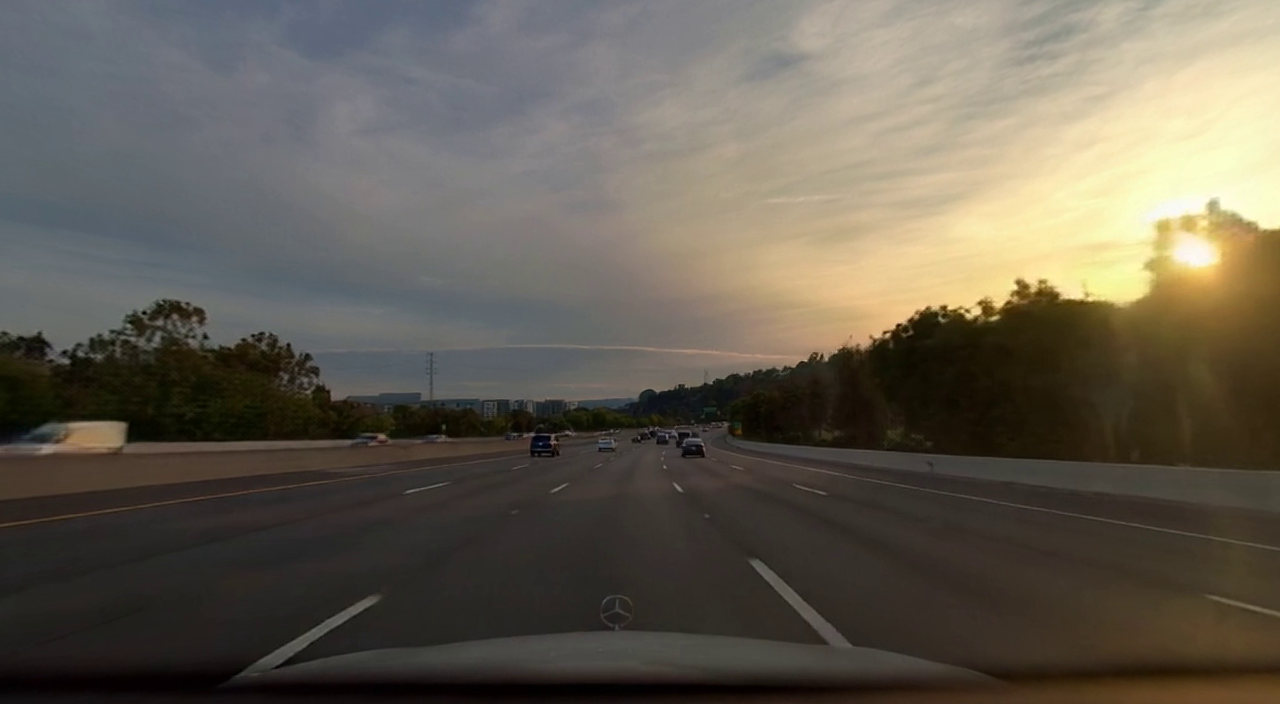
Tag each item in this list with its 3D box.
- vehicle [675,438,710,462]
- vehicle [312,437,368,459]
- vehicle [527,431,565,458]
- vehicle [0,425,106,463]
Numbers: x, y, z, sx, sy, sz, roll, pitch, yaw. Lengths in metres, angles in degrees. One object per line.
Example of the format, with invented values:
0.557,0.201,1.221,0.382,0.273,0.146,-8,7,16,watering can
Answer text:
3.385,6.413,41.286,1.967,1.475,4.080,0,-8,1,vehicle
-22.571,7.233,47.665,1.820,1.518,4.571,0,-8,2,vehicle
-6.829,6.806,46.466,2.009,1.850,4.338,0,-8,2,vehicle
-34.918,5.398,36.976,2.178,2.038,5.783,0,-8,1,vehicle
